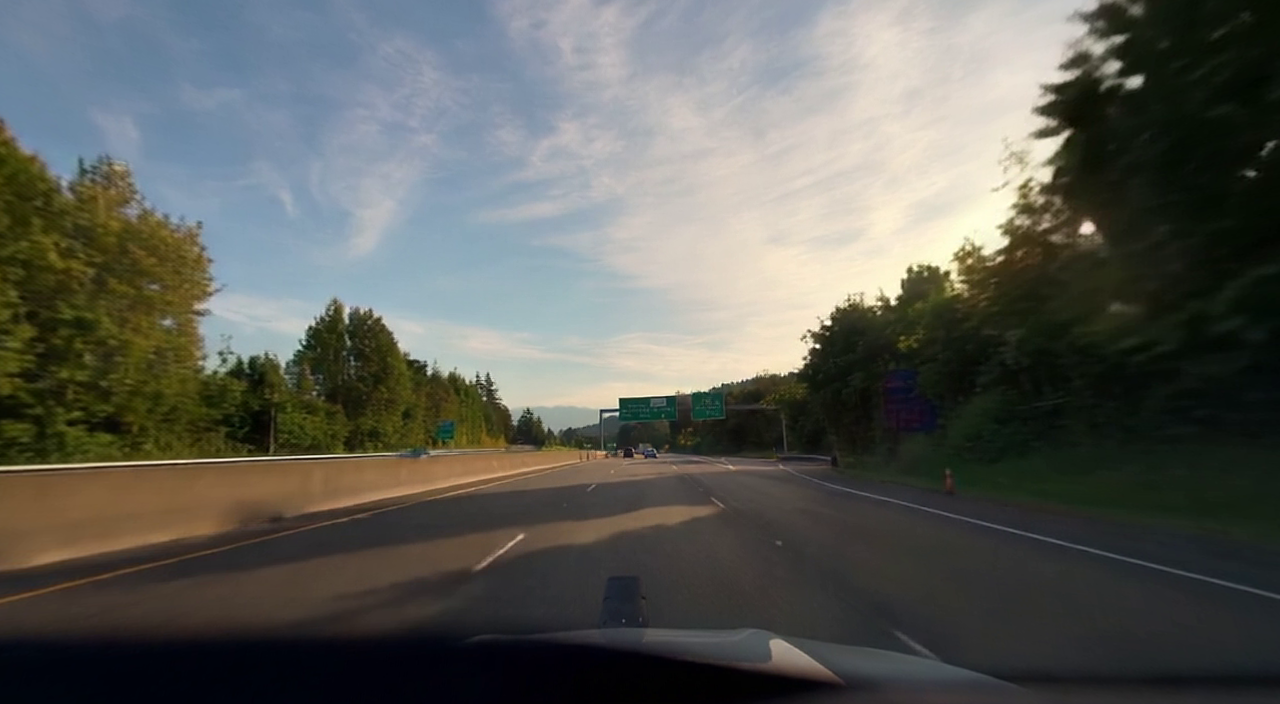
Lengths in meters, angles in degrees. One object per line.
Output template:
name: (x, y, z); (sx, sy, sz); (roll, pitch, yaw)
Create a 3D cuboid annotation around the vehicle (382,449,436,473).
vehicle: (-16.197, 7.641, 44.405); (2.014, 1.616, 4.329); (0, -9, 2)
